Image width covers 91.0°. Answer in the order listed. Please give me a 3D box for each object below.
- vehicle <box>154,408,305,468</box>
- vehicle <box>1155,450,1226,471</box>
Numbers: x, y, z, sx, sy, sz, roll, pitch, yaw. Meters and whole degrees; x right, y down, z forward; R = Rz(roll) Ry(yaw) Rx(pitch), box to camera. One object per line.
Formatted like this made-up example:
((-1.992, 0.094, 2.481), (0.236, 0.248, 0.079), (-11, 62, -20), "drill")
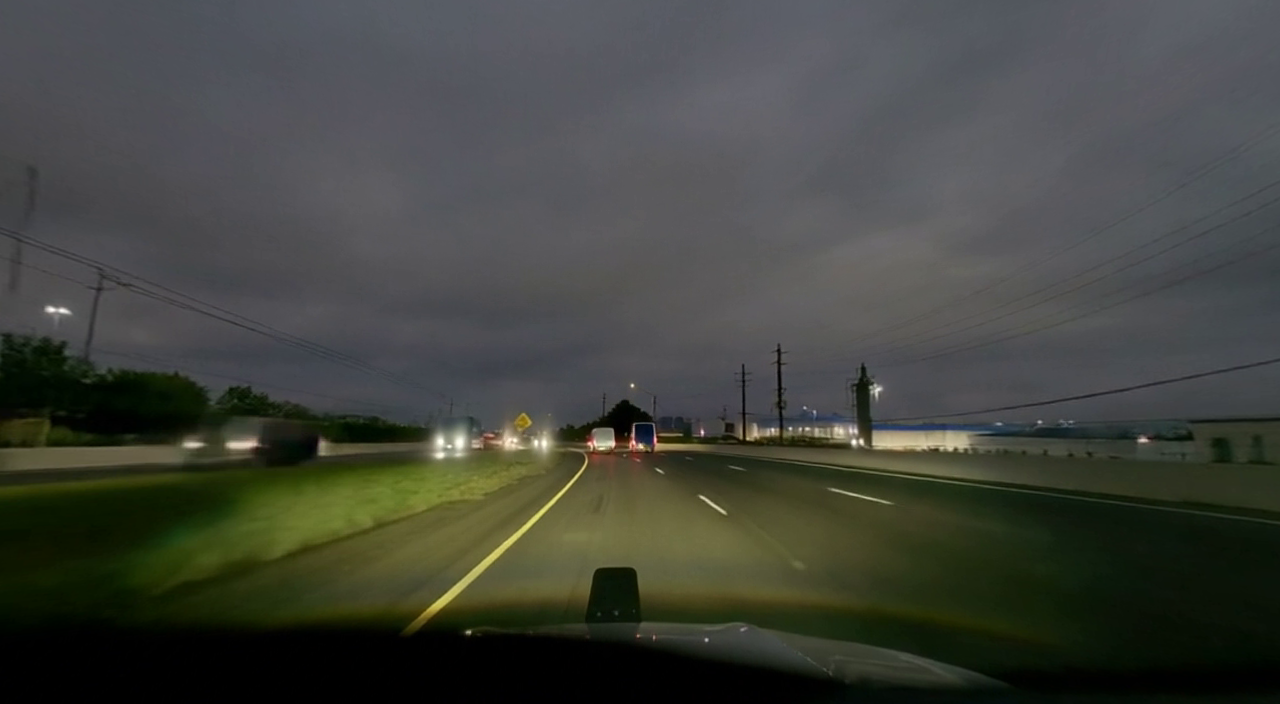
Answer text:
((-11.974, 2.562, 18.755), (1.854, 1.548, 4.141), (0, -8, -3), "vehicle")
((40.707, 8.005, 46.629), (1.717, 1.441, 3.573), (1, -8, -9), "vehicle")
